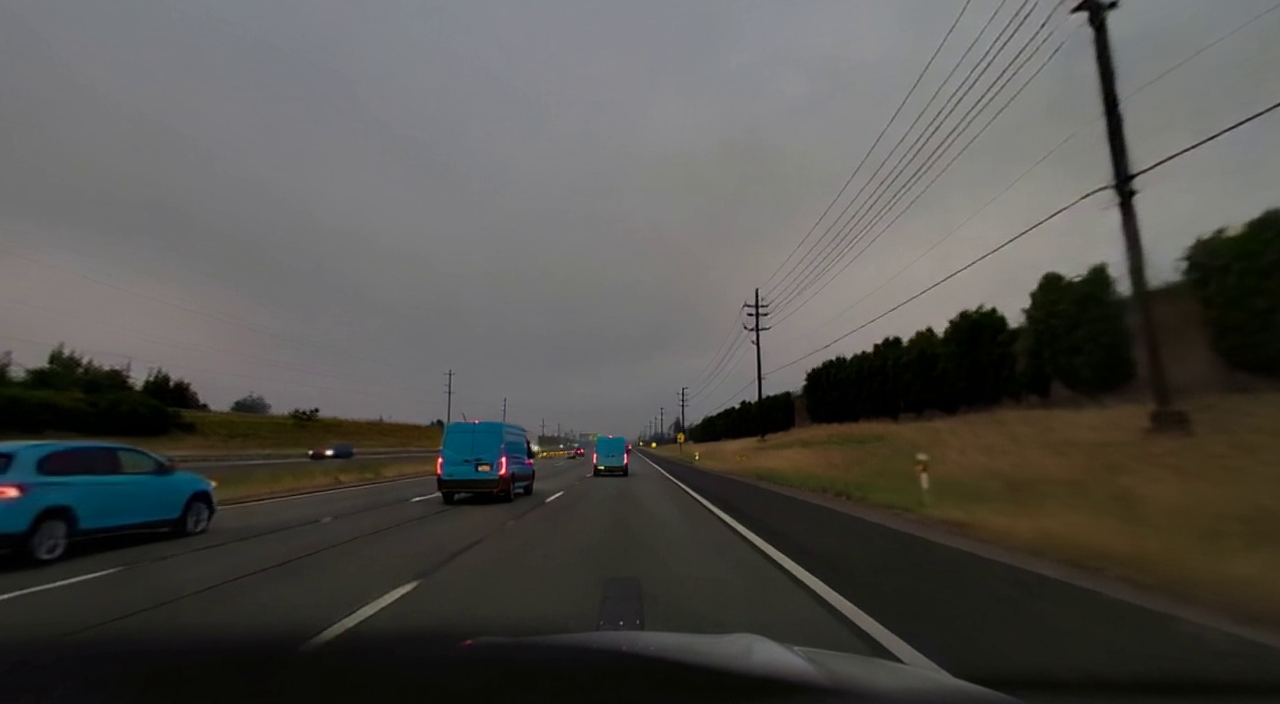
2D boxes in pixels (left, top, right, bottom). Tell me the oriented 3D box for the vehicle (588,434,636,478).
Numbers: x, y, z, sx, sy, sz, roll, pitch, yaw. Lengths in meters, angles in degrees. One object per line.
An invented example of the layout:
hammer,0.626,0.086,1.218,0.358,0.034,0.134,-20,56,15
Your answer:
vehicle,-1.318,5.228,31.961,2.197,2.011,5.130,0,-9,0

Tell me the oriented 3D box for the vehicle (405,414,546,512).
vehicle,-3.778,2.695,15.622,2.145,2.010,4.980,0,-9,0

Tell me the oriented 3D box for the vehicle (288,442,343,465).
vehicle,-23.703,7.428,46.221,1.975,1.596,3.990,0,-9,-1

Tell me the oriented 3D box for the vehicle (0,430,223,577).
vehicle,-7.769,1.782,7.777,1.975,1.540,4.759,0,-9,0
